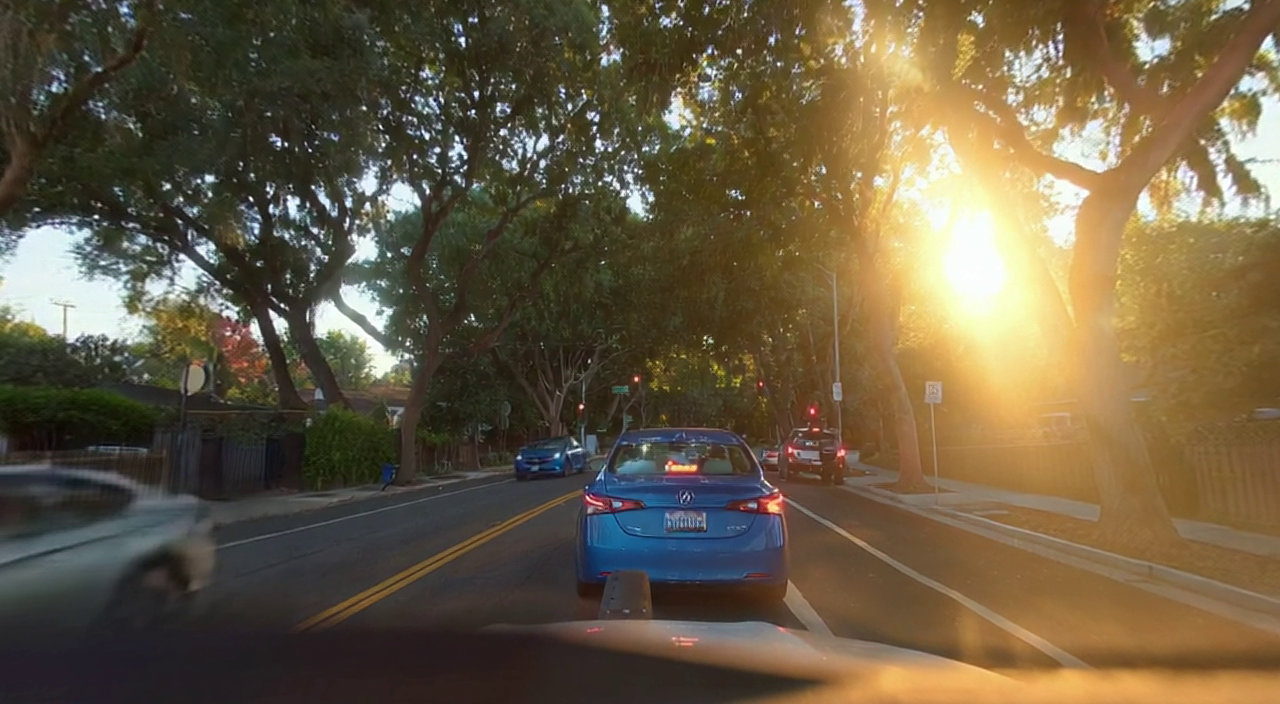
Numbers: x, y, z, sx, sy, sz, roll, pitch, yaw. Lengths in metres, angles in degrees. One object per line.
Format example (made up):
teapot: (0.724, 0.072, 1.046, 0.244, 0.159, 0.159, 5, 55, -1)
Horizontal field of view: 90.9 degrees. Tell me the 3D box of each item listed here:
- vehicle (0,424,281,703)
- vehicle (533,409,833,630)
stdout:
vehicle: (-4.157, 1.097, 3.077, 2.060, 1.479, 4.462, 0, -8, 2)
vehicle: (0.334, 1.445, 6.403, 2.070, 1.516, 3.936, 0, -8, 1)
